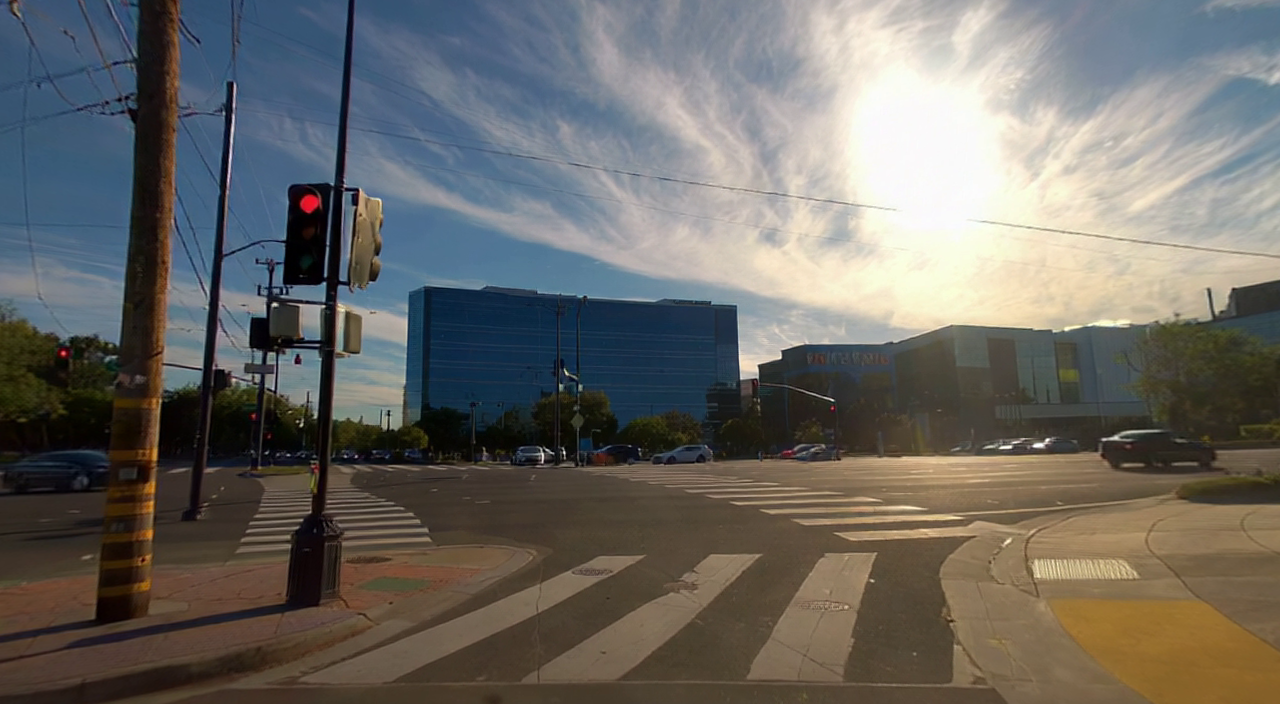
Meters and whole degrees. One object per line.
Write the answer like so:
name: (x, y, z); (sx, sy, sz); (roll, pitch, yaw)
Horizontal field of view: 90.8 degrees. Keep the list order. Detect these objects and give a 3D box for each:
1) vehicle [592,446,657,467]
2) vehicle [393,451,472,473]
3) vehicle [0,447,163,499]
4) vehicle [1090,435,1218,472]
vehicle: (-1.136, 7.542, 45.817); (4.391, 1.451, 1.717); (4, -9, -25)
vehicle: (-14.101, 7.445, 42.997); (4.837, 1.407, 1.818); (4, -9, -26)
vehicle: (-17.480, 3.673, 19.587); (4.799, 1.438, 1.899); (-3, -9, 21)
vehicle: (22.137, 4.335, 27.225); (4.700, 1.479, 2.095); (3, -9, -22)
